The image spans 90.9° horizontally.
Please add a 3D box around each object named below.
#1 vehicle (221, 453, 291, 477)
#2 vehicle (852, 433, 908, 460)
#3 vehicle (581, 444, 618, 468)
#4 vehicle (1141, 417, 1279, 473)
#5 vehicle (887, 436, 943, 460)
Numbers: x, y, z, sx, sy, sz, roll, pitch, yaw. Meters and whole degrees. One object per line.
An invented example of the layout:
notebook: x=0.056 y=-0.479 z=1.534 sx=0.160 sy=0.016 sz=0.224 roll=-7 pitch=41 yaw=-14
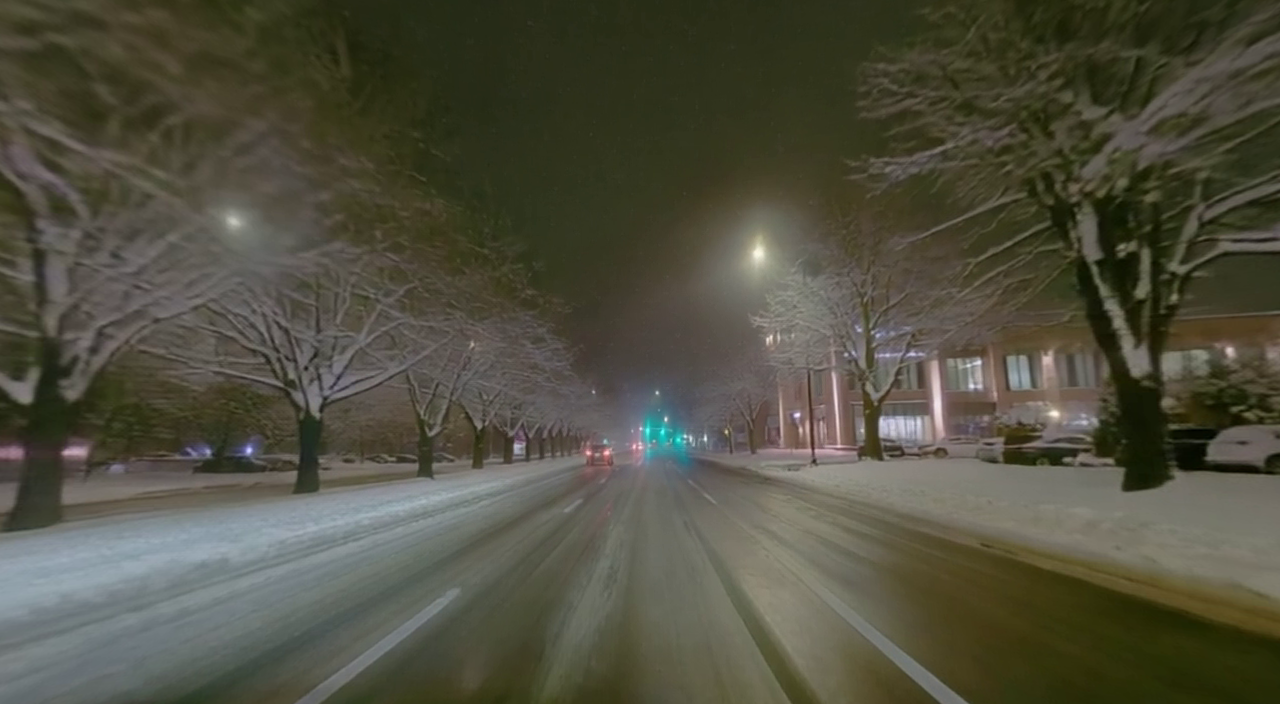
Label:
vehicle: x=-27.324 y=8.026 z=45.029 sx=1.910 sy=1.498 sz=4.703 roll=-1 pitch=-8 yaw=2
vehicle: x=17.386 y=6.883 z=45.908 sx=2.038 sy=1.827 sz=4.870 roll=0 pitch=-8 yaw=-2
vehicle: x=-2.615 y=6.840 z=41.787 sx=2.082 sy=1.460 sz=4.442 roll=0 pitch=-8 yaw=1
vehicle: x=17.797 y=2.757 z=18.735 sx=4.084 sy=1.547 sz=1.957 roll=0 pitch=-8 yaw=-1
vehicle: x=20.010 y=6.968 z=46.068 sx=2.074 sy=1.607 sz=4.465 roll=-2 pitch=-8 yaw=1
